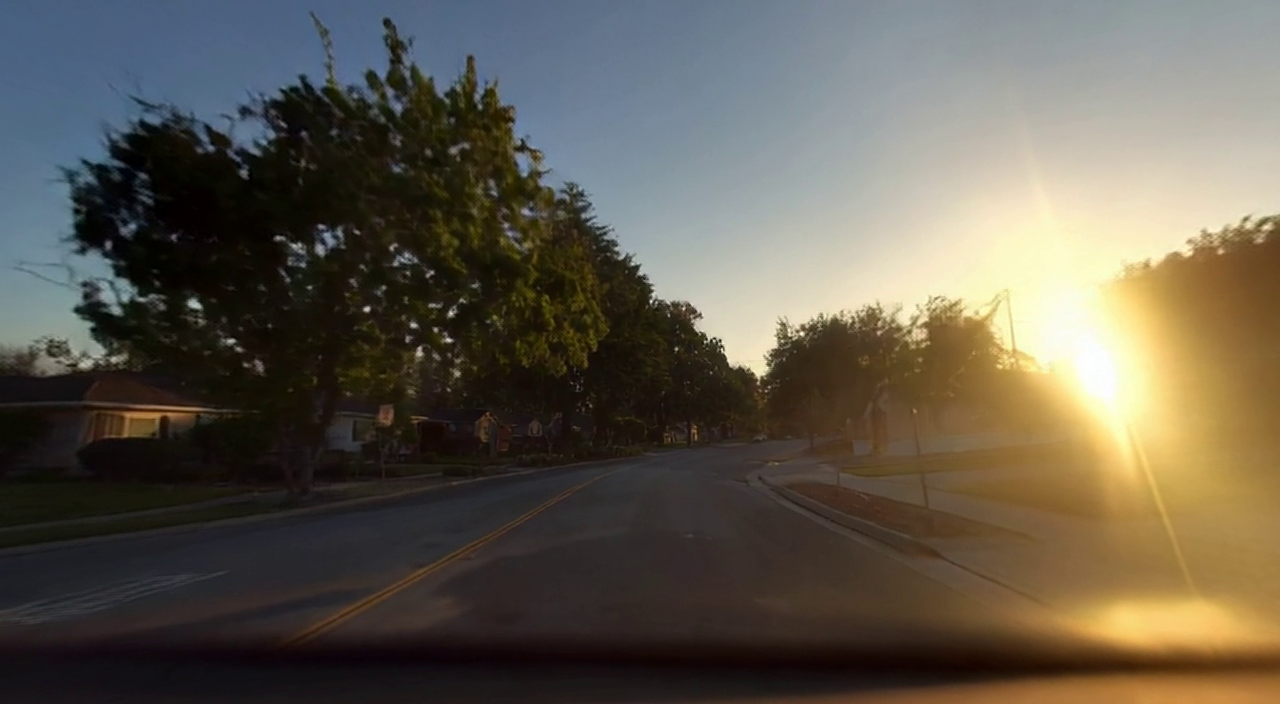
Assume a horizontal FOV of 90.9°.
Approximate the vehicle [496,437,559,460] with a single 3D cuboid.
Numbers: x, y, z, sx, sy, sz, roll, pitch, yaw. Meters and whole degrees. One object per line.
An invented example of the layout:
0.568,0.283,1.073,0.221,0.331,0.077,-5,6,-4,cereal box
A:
-8.477,7.308,47.499,4.485,1.663,2.111,2,-9,-11,vehicle
